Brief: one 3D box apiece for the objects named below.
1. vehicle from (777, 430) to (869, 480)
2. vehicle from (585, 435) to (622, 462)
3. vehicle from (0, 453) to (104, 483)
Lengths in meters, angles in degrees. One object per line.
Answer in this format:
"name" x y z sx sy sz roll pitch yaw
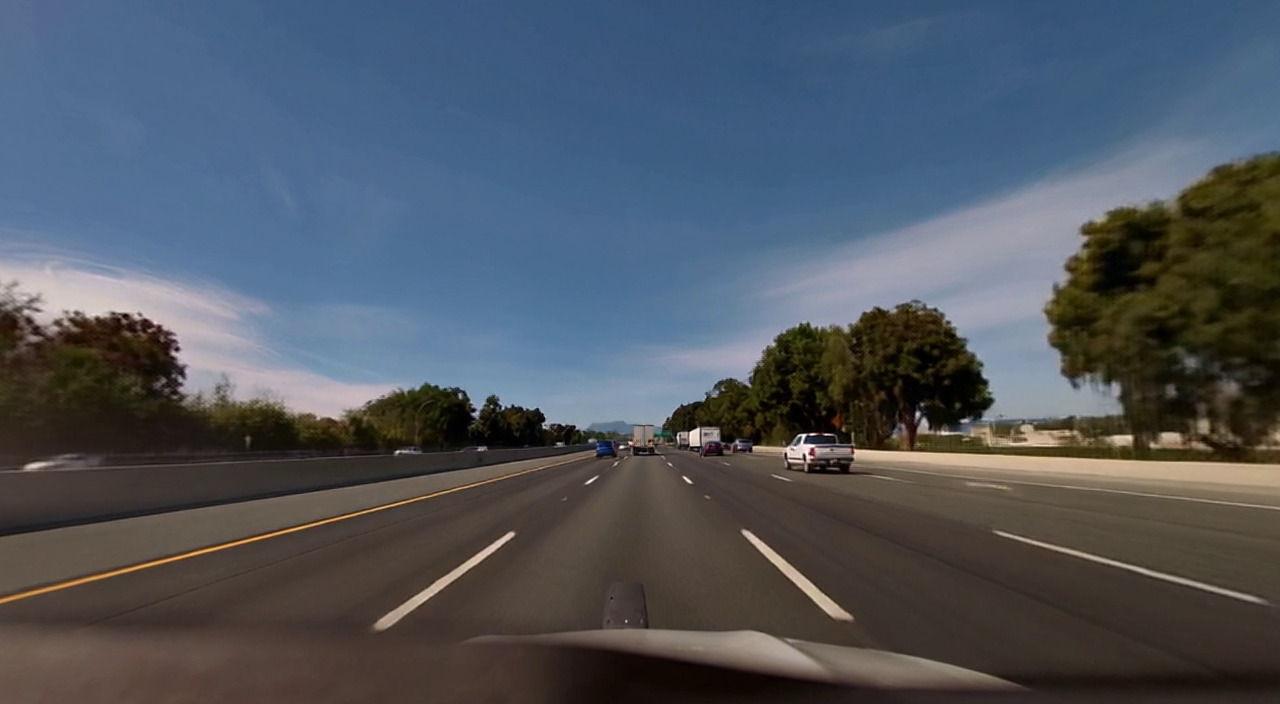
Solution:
"vehicle" 6.706 3.828 23.617 2.063 1.706 4.259 0 -8 -1
"vehicle" -2.726 7.364 48.264 2.453 1.952 5.320 0 -8 0
"vehicle" -39.669 7.773 42.522 2.053 1.812 5.647 0 -8 -1
